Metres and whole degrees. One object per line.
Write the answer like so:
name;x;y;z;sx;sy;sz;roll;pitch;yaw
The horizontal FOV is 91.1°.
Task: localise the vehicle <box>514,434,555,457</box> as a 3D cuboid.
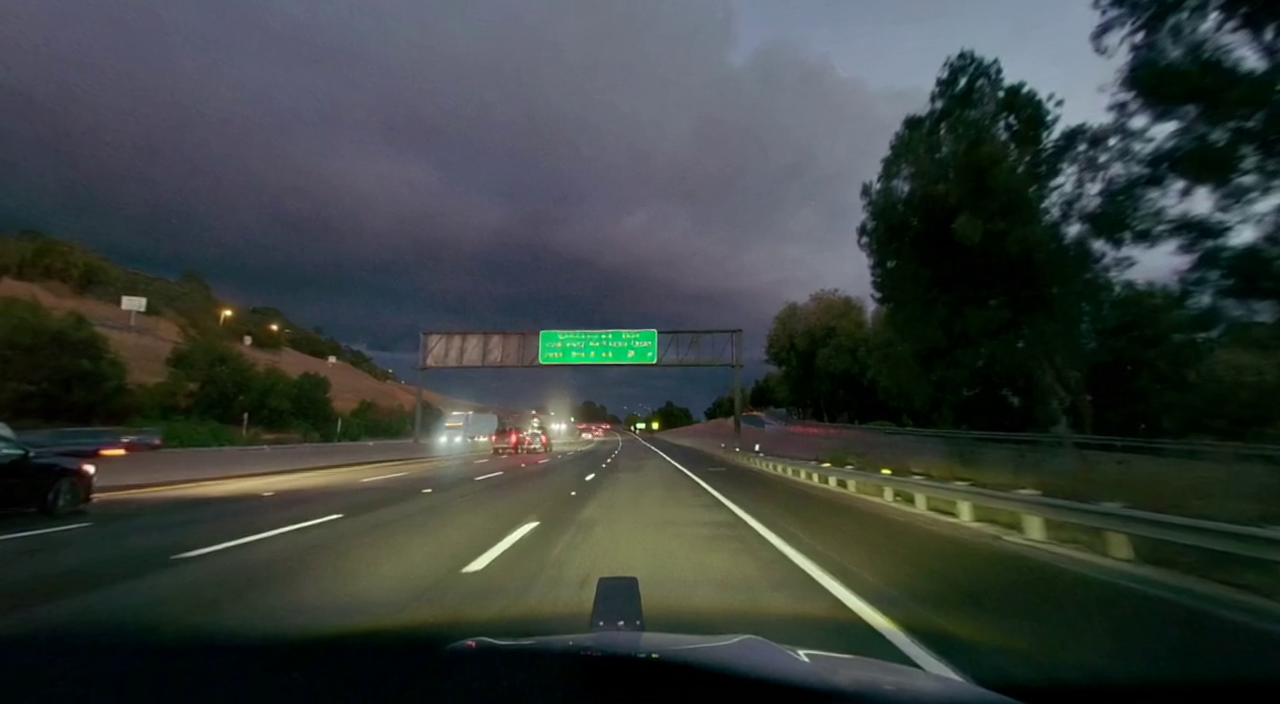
vehicle;-7.338;6.534;43.966;2.113;1.507;4.450;0;-8;0
